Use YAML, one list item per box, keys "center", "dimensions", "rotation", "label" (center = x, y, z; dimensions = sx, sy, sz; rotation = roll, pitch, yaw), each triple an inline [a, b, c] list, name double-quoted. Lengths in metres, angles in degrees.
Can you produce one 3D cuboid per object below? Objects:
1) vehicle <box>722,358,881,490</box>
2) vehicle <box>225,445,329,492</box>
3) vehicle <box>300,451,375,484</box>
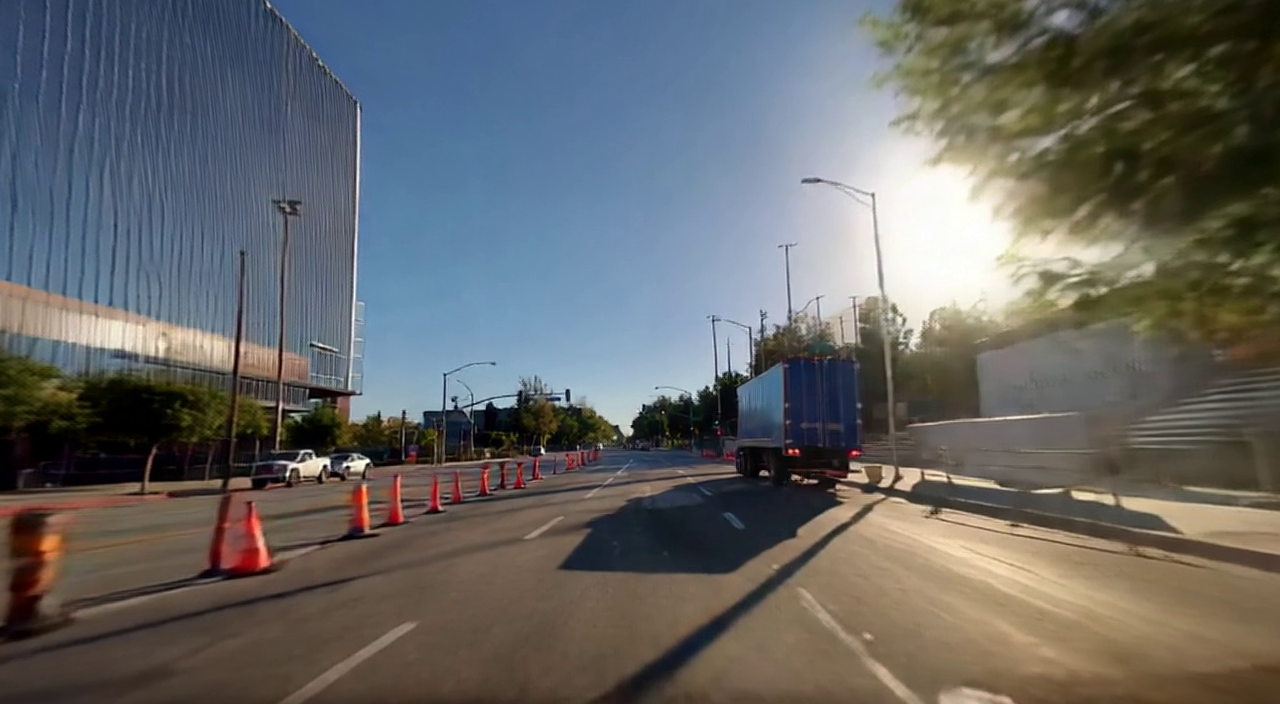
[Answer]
- center: [5.437, 2.876, 23.735]
  dimensions: [3.176, 3.913, 9.805]
  rotation: [0, -9, -1]
  label: "vehicle"
- center: [-16.807, 5.363, 29.624]
  dimensions: [1.937, 1.984, 4.928]
  rotation: [0, -9, 0]
  label: "vehicle"
- center: [-16.838, 6.400, 35.472]
  dimensions: [1.925, 1.665, 4.893]
  rotation: [0, -9, -1]
  label: "vehicle"
